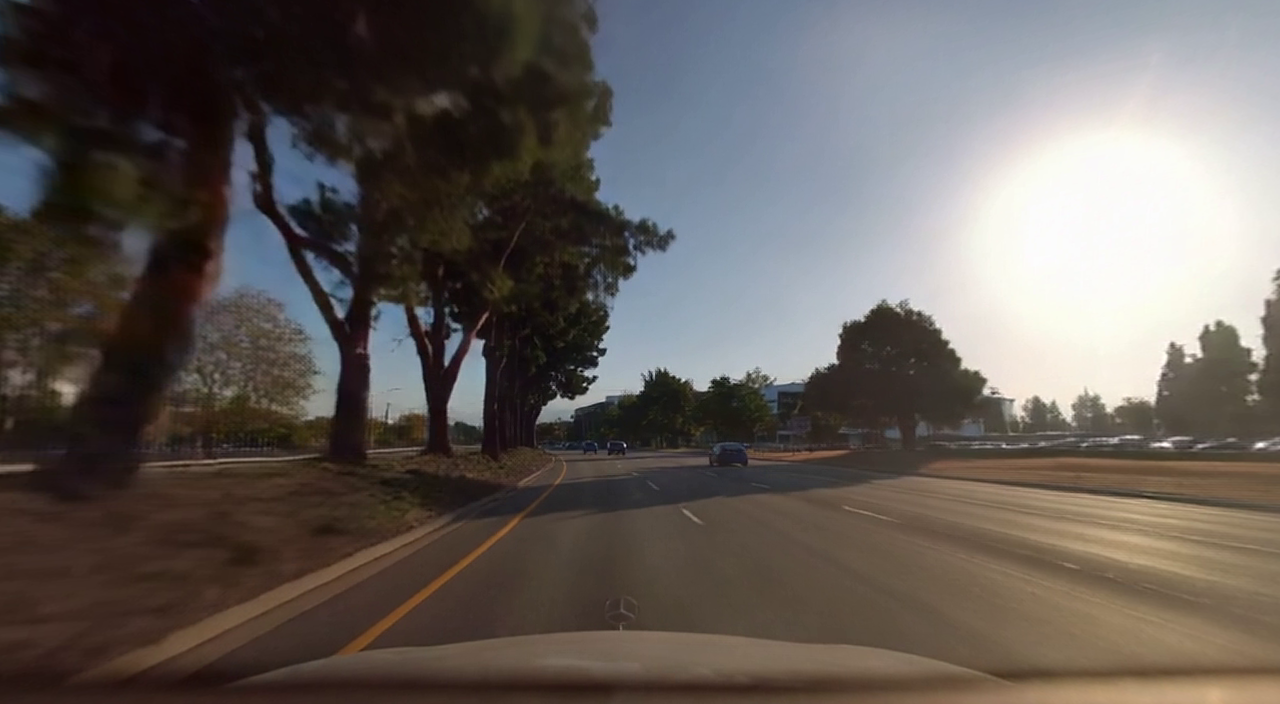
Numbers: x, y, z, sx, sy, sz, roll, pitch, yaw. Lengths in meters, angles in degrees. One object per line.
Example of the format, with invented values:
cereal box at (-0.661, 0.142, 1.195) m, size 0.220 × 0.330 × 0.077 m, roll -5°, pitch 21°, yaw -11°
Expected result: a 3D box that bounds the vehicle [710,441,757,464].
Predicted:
vehicle at (6.247, 6.795, 42.683) m, size 1.908 × 1.483 × 4.474 m, roll 1°, pitch -9°, yaw -8°
